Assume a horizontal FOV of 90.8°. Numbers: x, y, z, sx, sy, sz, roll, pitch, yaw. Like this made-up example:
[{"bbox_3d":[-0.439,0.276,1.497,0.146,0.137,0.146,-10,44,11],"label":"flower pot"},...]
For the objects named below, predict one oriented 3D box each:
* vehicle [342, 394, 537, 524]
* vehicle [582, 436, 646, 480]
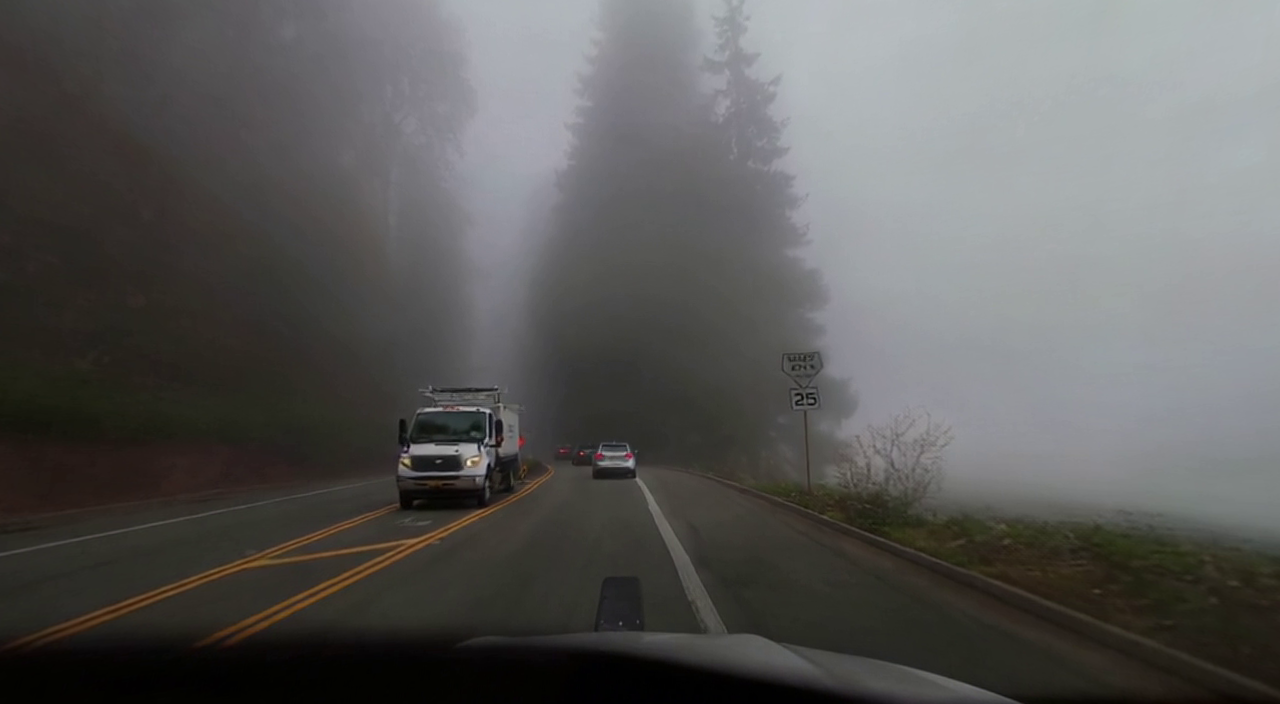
[{"bbox_3d":[-3.694,2.148,13.249,2.671,2.053,6.074,1,-8,-6],"label":"vehicle"},{"bbox_3d":[-1.041,3.897,23.515,2.186,1.463,4.356,1,-8,-4],"label":"vehicle"}]
